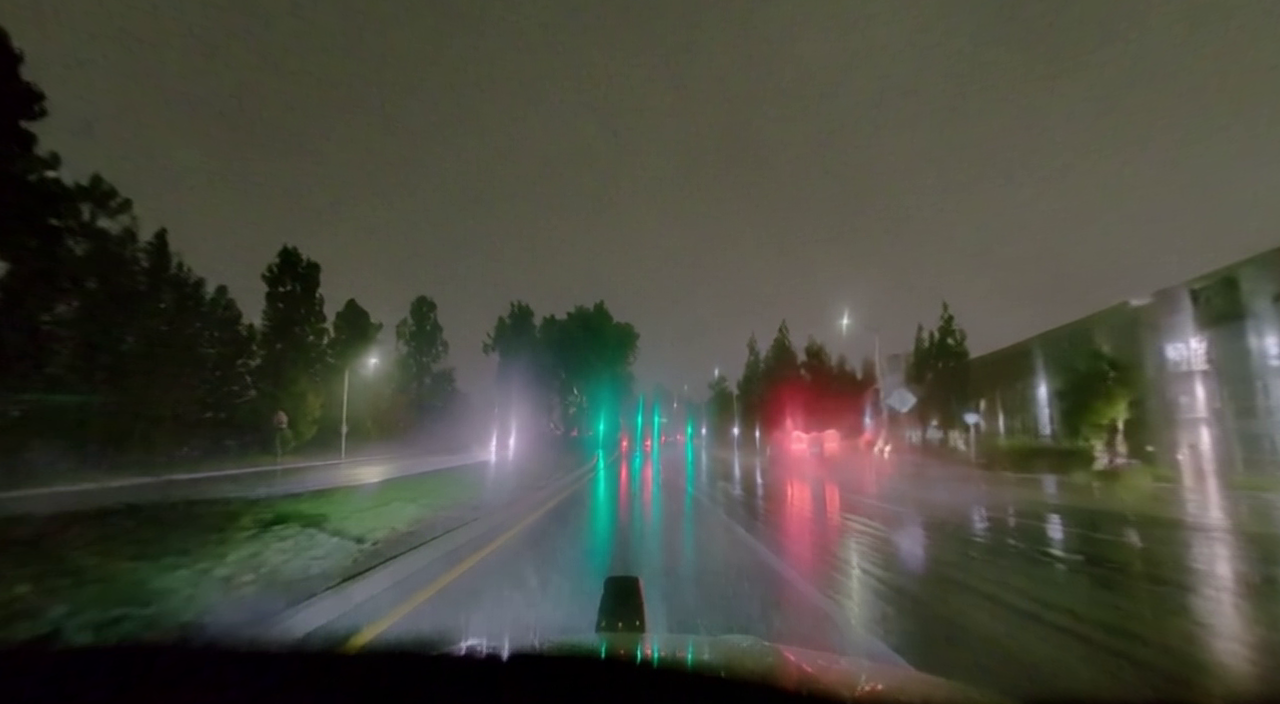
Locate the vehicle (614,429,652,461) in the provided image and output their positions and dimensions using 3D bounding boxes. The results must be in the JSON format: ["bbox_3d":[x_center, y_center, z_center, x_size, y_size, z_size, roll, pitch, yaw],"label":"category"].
[{"bbox_3d":[-0.426,5.660,38.295,2.193,1.794,4.457,0,-9,-1],"label":"vehicle"}]

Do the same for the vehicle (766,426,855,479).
[{"bbox_3d":[6.357,3.819,24.127,2.026,1.804,4.565,0,-9,-1],"label":"vehicle"}]
